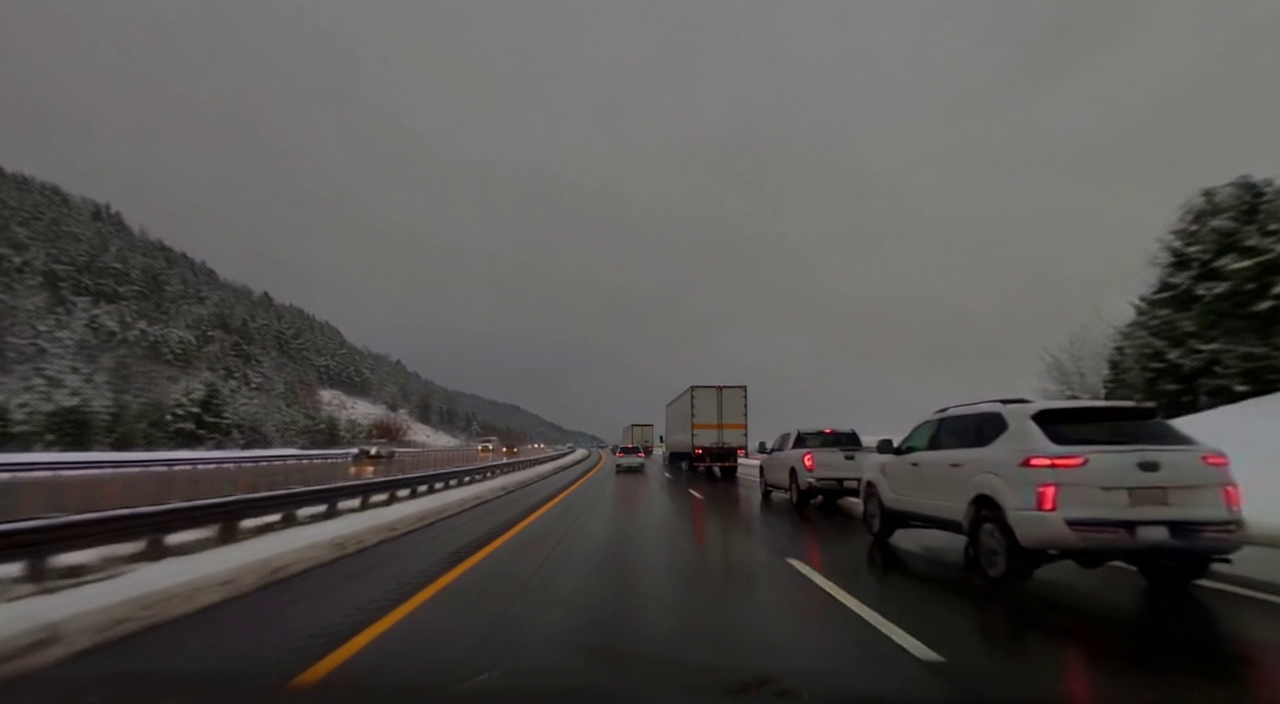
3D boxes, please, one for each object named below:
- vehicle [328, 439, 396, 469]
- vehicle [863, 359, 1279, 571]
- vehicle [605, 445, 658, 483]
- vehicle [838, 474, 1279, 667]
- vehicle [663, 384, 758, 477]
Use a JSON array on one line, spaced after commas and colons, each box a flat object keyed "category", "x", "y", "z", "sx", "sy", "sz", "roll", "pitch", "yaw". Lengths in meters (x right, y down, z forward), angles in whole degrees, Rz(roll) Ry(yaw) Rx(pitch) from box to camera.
[{"category": "vehicle", "x": -15.581, "y": 5.749, "z": 35.620, "sx": 1.984, "sy": 1.558, "sz": 4.164, "roll": 0, "pitch": -9, "yaw": -1}, {"category": "vehicle", "x": 4.069, "y": 1.104, "z": 6.543, "sx": 1.873, "sy": 1.465, "sz": 4.264, "roll": 0, "pitch": -9, "yaw": -1}, {"category": "vehicle", "x": -0.394, "y": 4.593, "z": 26.162, "sx": 2.029, "sy": 1.437, "sz": 3.794, "roll": 0, "pitch": -9, "yaw": -2}, {"category": "vehicle", "x": 4.028, "y": 1.866, "z": 6.598, "sx": 2.129, "sy": 0.956, "sz": 5.390, "roll": 0, "pitch": -9, "yaw": -1}, {"category": "vehicle", "x": 3.392, "y": 4.602, "z": 35.230, "sx": 2.911, "sy": 4.099, "sz": 14.578, "roll": 0, "pitch": -9, "yaw": -3}]
